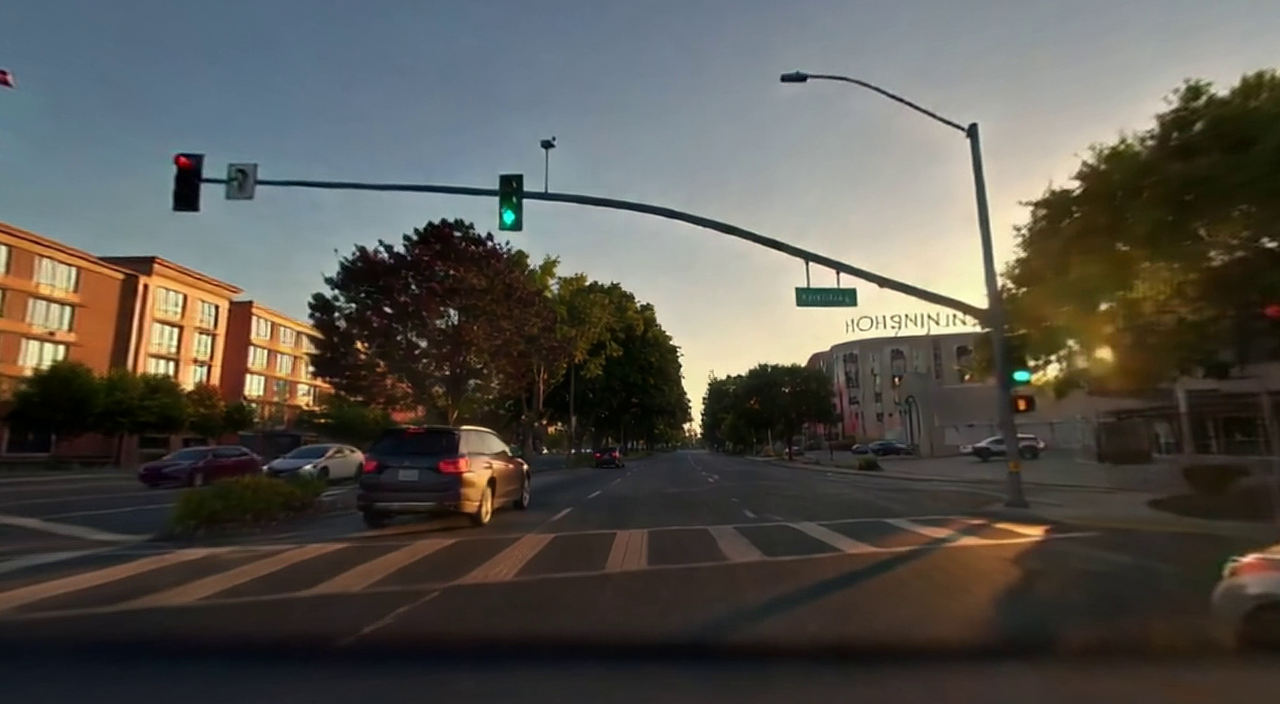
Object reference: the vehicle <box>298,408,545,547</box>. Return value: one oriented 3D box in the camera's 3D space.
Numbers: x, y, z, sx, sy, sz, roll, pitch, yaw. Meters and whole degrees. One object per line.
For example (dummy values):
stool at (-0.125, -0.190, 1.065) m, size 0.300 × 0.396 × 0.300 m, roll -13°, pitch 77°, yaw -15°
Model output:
vehicle at (-3.318, 2.052, 10.996) m, size 2.305 × 1.833 × 4.912 m, roll -1°, pitch -9°, yaw 3°

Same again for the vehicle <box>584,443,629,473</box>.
vehicle at (-1.848, 6.015, 36.162) m, size 1.976 × 1.571 × 4.649 m, roll -1°, pitch -9°, yaw 4°

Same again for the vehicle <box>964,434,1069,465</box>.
vehicle at (25.636, 6.697, 43.348) m, size 2.429 × 1.938 × 6.118 m, roll 2°, pitch -9°, yaw -14°

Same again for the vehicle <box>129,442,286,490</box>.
vehicle at (-14.884, 3.931, 22.151) m, size 2.079 × 1.464 × 4.574 m, roll -1°, pitch -9°, yaw 3°
